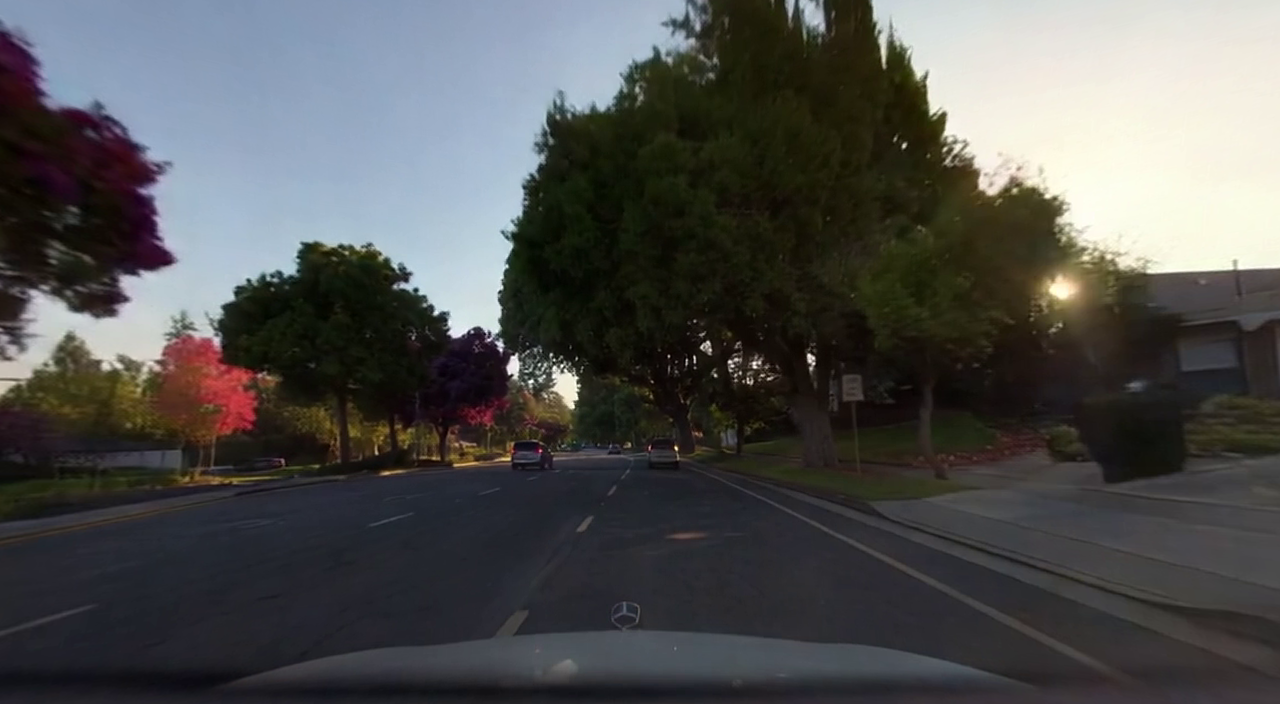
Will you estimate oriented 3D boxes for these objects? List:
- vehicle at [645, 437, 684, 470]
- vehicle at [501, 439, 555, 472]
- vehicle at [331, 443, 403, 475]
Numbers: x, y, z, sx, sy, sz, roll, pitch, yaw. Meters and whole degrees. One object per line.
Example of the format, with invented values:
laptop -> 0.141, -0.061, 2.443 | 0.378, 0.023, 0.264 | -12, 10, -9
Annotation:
vehicle -> 1.391, 5.858, 36.620 | 2.070, 1.764, 4.552 | 0, -8, 2
vehicle -> -5.931, 5.548, 34.025 | 1.993, 1.657, 4.487 | 0, -8, 2
vehicle -> -19.419, 7.610, 45.258 | 2.332, 2.099, 6.029 | 0, -8, 1
